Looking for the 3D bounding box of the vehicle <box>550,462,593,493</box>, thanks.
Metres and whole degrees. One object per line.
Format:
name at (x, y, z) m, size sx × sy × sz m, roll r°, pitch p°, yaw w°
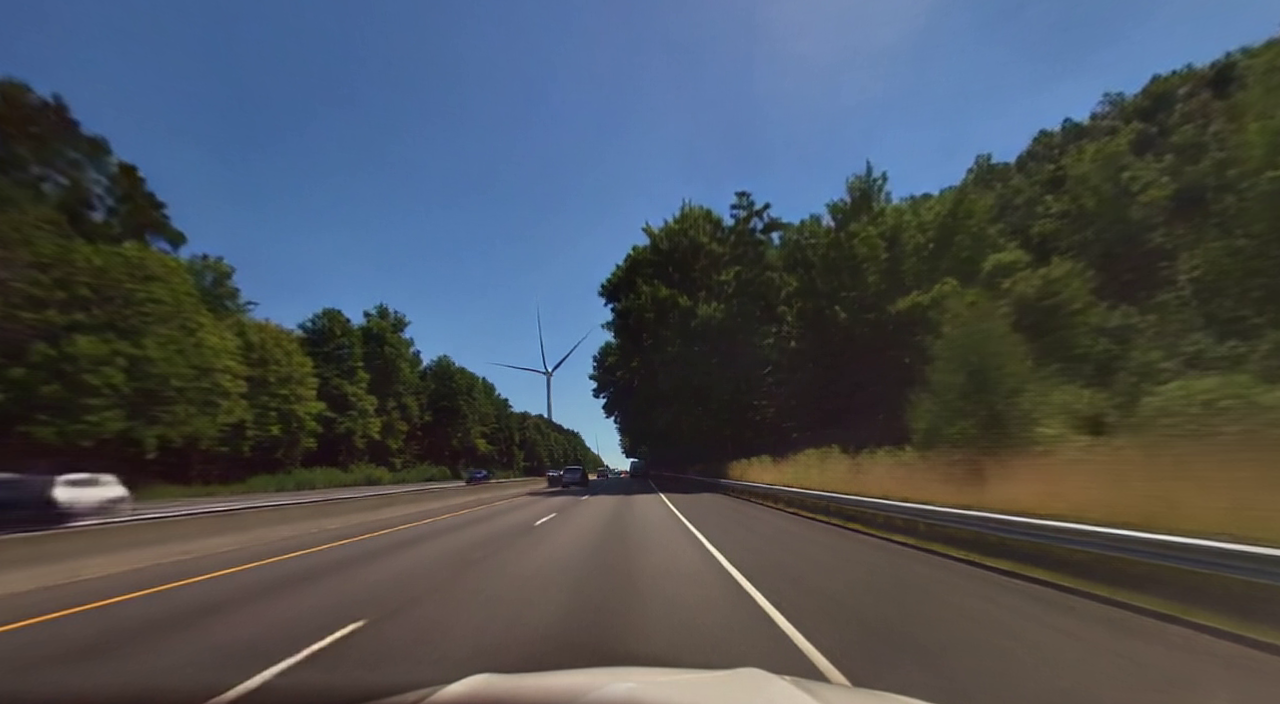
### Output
vehicle at (-4.099, 7.624, 38.496) m, size 2.124 × 1.705 × 4.440 m, roll 1°, pitch -11°, yaw 0°
